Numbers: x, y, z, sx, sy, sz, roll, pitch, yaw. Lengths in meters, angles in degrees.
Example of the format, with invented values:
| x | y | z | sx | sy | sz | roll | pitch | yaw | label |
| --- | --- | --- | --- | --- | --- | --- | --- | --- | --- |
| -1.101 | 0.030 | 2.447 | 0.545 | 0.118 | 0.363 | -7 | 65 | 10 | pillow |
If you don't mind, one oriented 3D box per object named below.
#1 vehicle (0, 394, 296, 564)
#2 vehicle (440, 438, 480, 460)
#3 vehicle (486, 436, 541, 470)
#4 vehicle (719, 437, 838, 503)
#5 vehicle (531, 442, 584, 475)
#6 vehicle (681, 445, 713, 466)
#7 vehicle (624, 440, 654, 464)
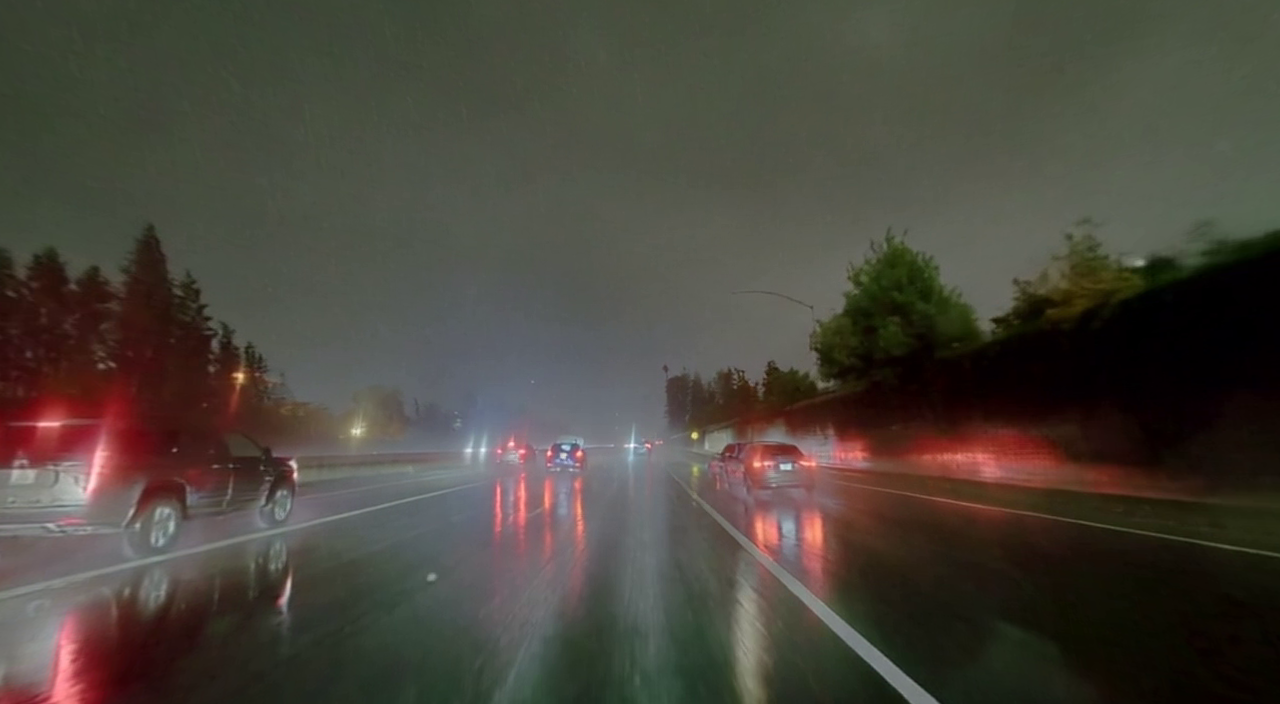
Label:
| x | y | z | sx | sy | sz | roll | pitch | yaw | label |
| --- | --- | --- | --- | --- | --- | --- | --- | --- | --- |
| -7.403 | 1.733 | 9.209 | 2.142 | 1.849 | 4.566 | 0 | -9 | -1 | vehicle |
| -13.597 | 7.345 | 47.734 | 1.763 | 1.538 | 3.860 | 0 | -9 | 2 | vehicle |
| -7.112 | 5.729 | 35.889 | 2.111 | 1.811 | 4.391 | 0 | -9 | 1 | vehicle |
| 3.483 | 3.083 | 16.841 | 2.141 | 1.507 | 4.510 | 0 | -9 | 0 | vehicle |
| -3.967 | 5.219 | 30.953 | 2.071 | 1.478 | 4.130 | 0 | -9 | 0 | vehicle |
| 4.200 | 7.665 | 46.866 | 1.944 | 1.465 | 4.245 | 0 | -9 | -1 | vehicle |
| -0.101 | 7.448 | 46.824 | 2.158 | 1.706 | 4.219 | 0 | -9 | 0 | vehicle |
